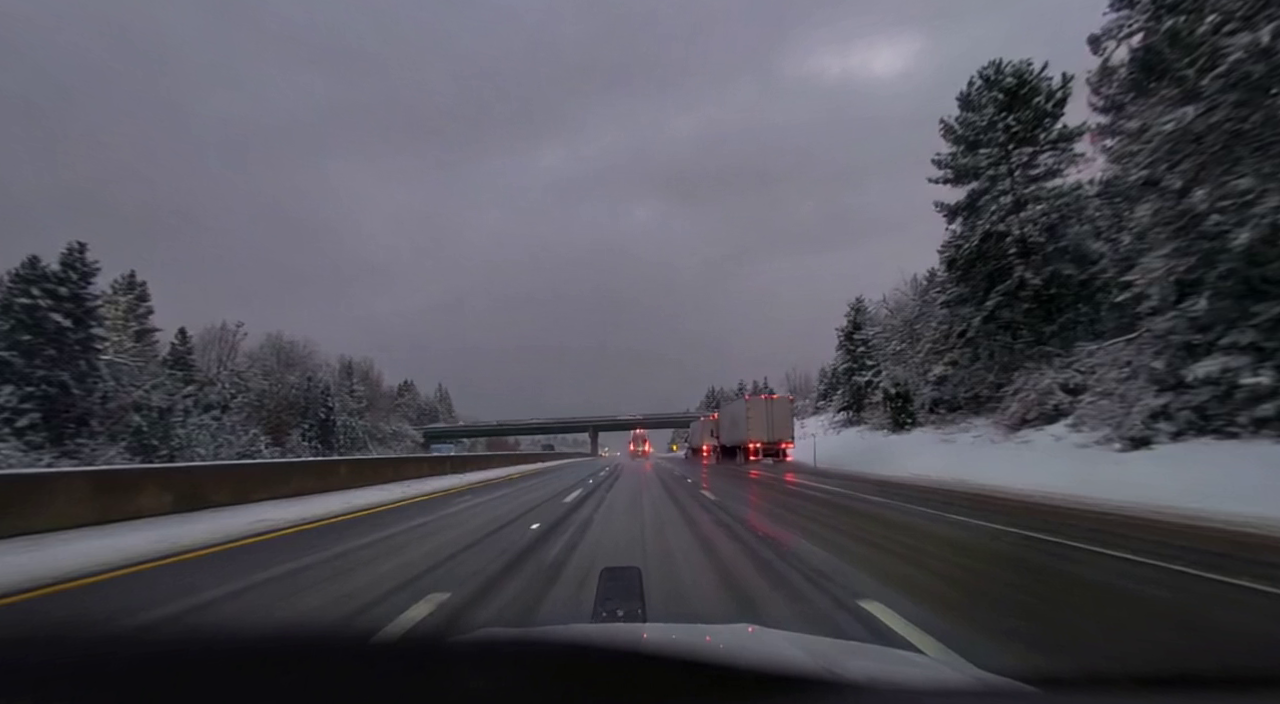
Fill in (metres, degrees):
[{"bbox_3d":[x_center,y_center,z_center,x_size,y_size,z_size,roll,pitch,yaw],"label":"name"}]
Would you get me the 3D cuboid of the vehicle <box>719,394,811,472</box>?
[{"bbox_3d":[7.479,5.379,40.475,2.906,4.070,14.134,0,-9,-1],"label":"vehicle"}]
